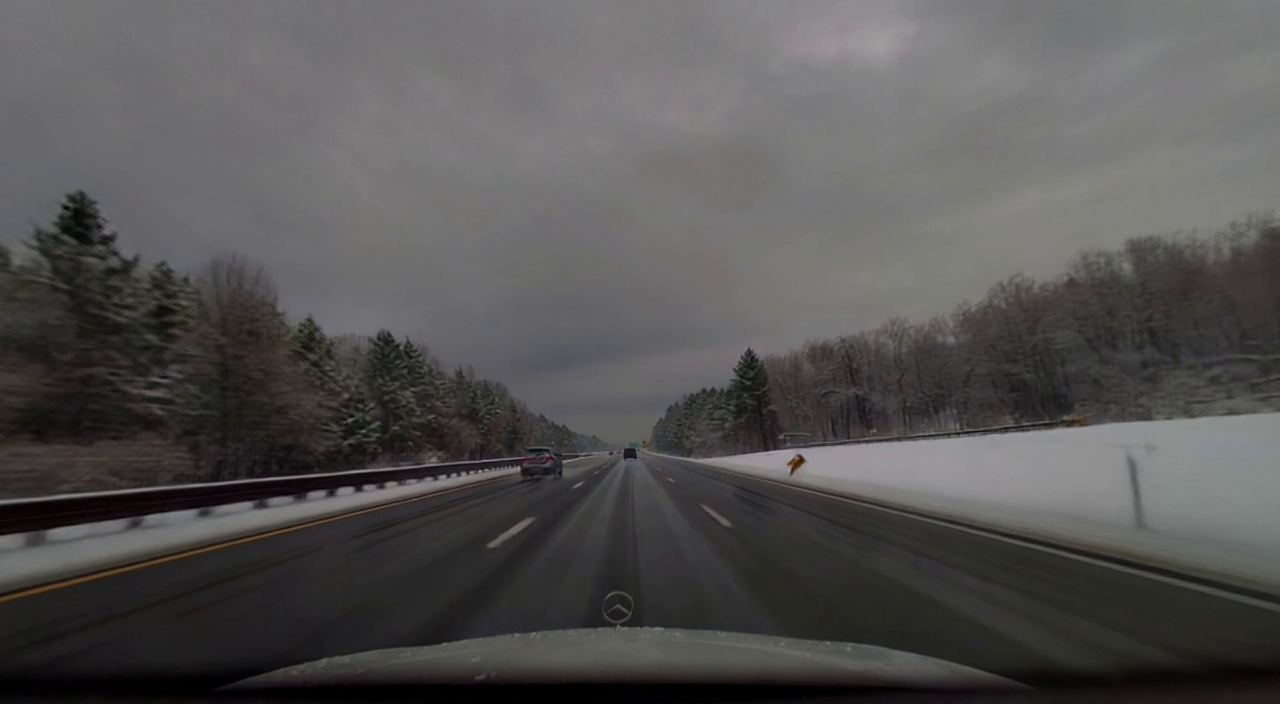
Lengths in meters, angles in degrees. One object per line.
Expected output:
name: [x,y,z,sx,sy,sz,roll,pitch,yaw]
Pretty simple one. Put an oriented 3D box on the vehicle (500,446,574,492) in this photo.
vehicle: [-3.597,4.156,22.628,1.970,1.492,3.944,0,-9,0]
